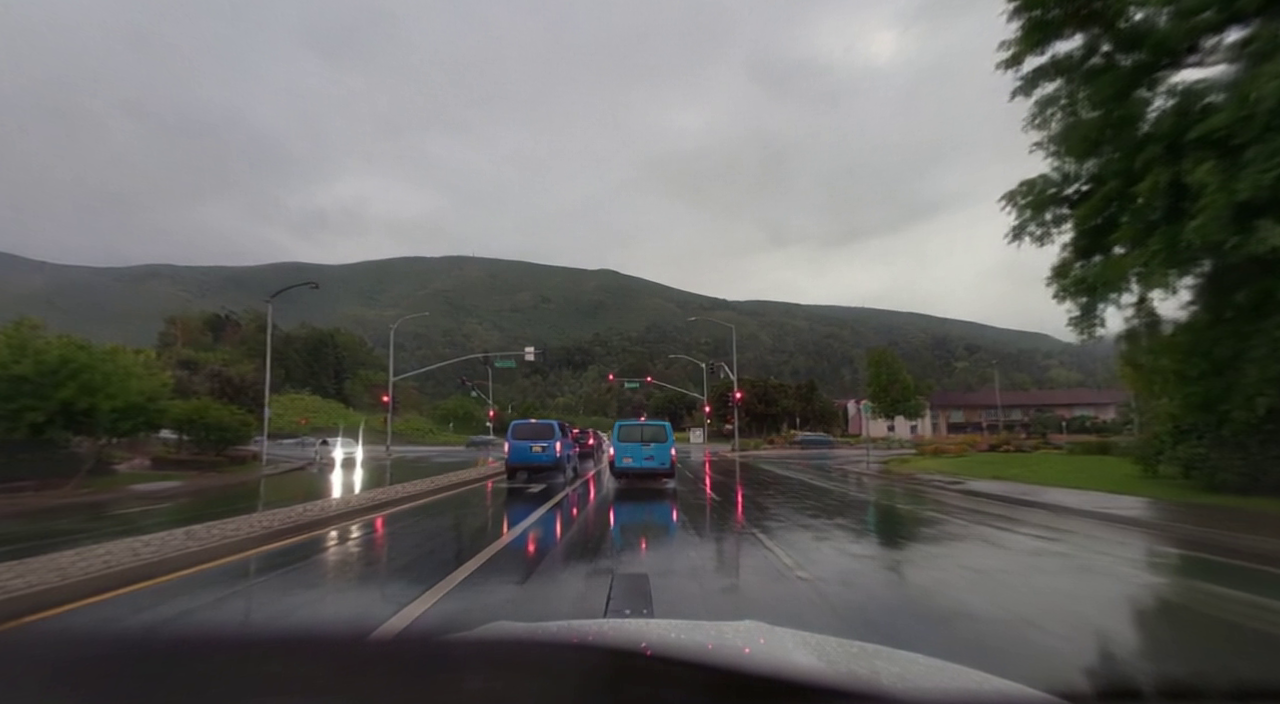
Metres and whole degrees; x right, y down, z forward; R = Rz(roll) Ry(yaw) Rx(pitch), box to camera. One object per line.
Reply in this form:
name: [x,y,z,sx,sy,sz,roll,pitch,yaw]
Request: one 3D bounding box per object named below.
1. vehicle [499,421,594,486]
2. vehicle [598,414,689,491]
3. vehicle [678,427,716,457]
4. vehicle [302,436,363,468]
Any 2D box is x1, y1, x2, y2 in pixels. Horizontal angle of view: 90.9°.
vehicle: [-2.776,3.153,19.812,2.131,1.783,4.540,-1,-8,2]
vehicle: [0.154,2.724,17.336,2.185,1.822,4.391,0,-8,2]
vehicle: [3.239,5.231,36.521,1.817,1.662,3.843,0,-8,-1]
vehicle: [-18.169,5.886,37.164,2.053,1.754,4.717,7,-11,-39]
